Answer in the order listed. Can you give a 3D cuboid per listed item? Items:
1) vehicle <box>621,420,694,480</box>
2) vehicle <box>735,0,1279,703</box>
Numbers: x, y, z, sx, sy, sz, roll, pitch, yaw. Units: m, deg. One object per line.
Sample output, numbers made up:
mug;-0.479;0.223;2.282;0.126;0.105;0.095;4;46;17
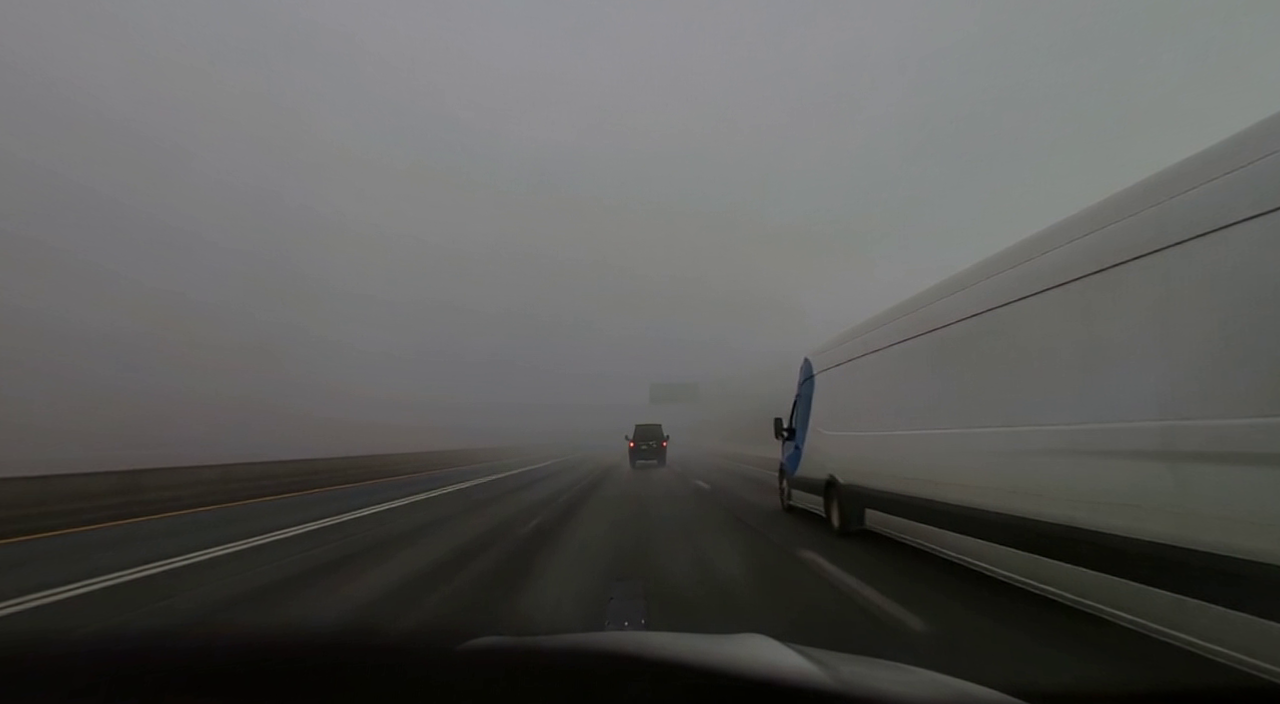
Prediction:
vehicle;0.627;3.639;23.590;2.469;2.027;4.554;0;-8;1
vehicle;3.967;-0.023;5.081;3.892;4.216;16.830;0;-8;0
